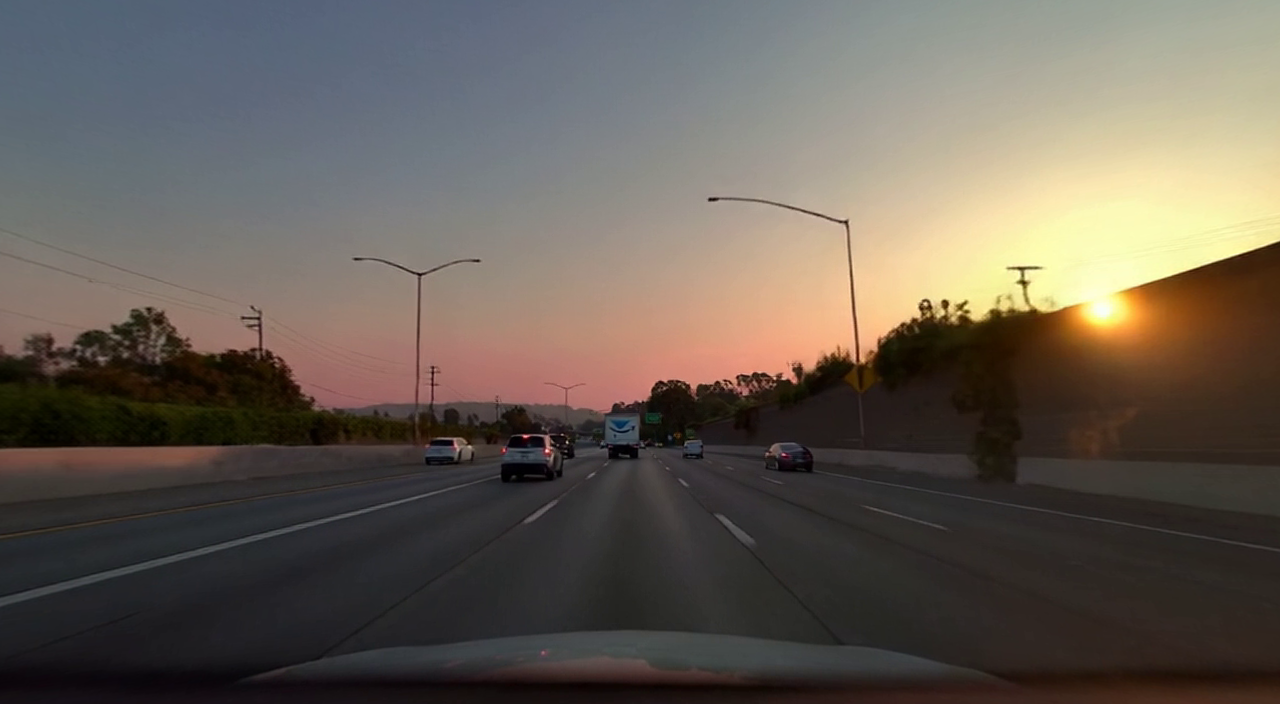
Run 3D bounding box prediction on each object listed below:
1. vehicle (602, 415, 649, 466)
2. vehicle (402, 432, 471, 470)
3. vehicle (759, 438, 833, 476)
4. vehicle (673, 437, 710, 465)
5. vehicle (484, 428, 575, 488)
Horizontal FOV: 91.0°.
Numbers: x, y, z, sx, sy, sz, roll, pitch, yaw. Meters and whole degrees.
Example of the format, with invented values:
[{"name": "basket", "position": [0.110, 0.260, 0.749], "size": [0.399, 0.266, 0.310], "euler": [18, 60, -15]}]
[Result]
[{"name": "vehicle", "position": [-0.722, 5.178, 36.657], "size": [2.456, 2.705, 6.251], "euler": [0, -8, 2]}, {"name": "vehicle", "position": [-10.130, 4.957, 31.683], "size": [2.023, 1.739, 4.229], "euler": [0, -8, 0]}, {"name": "vehicle", "position": [6.753, 4.606, 27.830], "size": [1.970, 1.499, 4.491], "euler": [1, -8, -2]}, {"name": "vehicle", "position": [3.278, 6.357, 40.612], "size": [2.067, 1.654, 3.985], "euler": [0, -8, 0]}, {"name": "vehicle", "position": [-3.413, 3.362, 20.289], "size": [2.095, 1.688, 4.188], "euler": [0, -8, 1]}]
